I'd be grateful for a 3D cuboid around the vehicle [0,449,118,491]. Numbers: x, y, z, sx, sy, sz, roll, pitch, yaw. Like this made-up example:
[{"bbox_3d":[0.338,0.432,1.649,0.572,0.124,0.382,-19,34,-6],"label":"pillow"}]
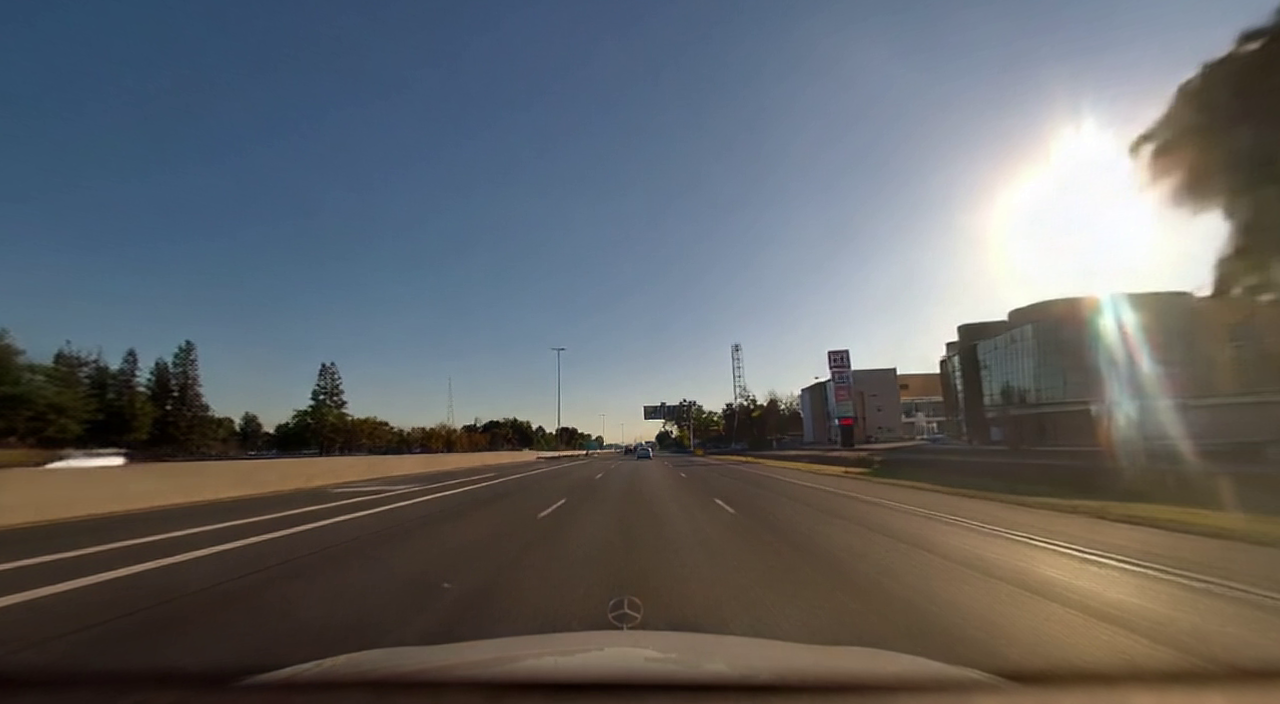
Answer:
[{"bbox_3d":[-28.111,5.529,30.068,2.131,1.778,5.050,0,-8,0],"label":"vehicle"}]
